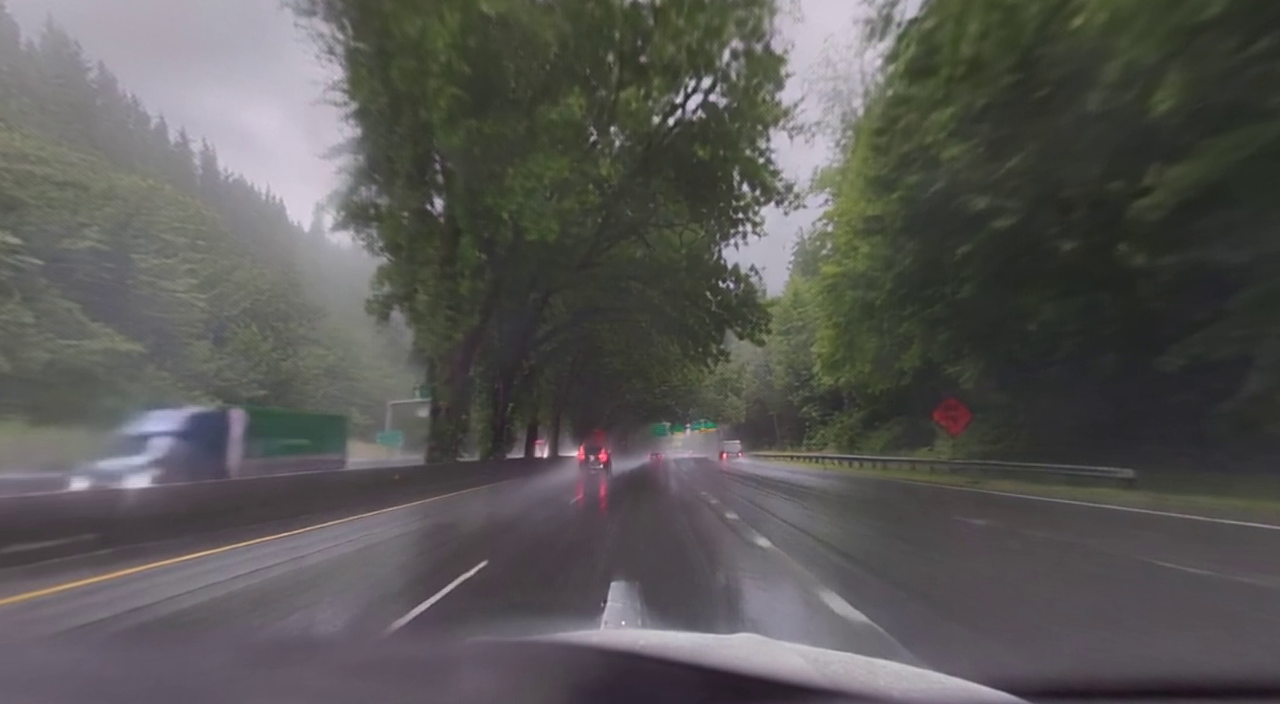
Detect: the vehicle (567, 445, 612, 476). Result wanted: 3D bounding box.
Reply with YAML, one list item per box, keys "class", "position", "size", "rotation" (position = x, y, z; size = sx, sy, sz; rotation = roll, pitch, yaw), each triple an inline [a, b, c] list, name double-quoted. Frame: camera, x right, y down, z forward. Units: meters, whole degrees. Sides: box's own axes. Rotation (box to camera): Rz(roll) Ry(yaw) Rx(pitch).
- class: "vehicle"
  position: [-2.820, 6.164, 36.077]
  size: [2.086, 1.650, 4.122]
  rotation: [-1, -9, 2]

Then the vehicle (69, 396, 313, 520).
- class: "vehicle"
  position: [-14.123, 3.442, 20.838]
  size: [2.450, 3.334, 7.290]
  rotation: [0, -9, 1]
